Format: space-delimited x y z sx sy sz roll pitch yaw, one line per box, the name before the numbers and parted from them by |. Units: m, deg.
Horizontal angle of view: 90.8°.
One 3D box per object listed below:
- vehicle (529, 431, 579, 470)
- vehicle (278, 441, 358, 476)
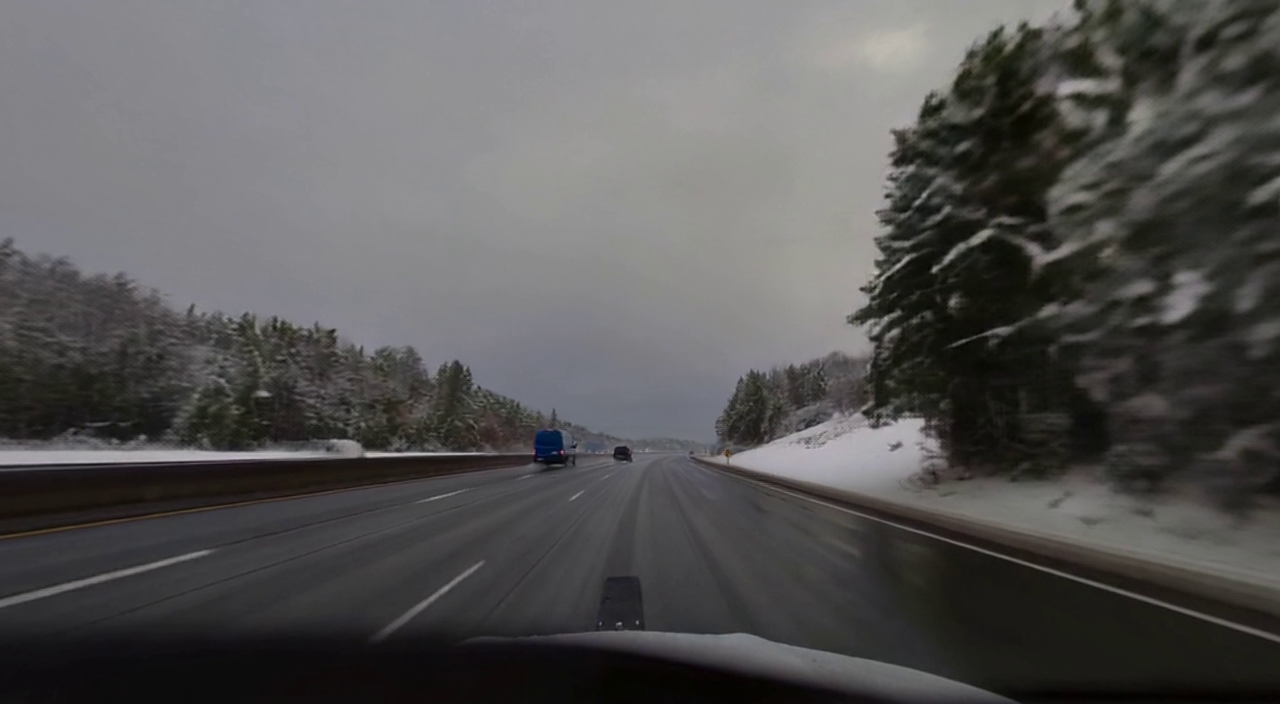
vehicle | -5.829 6.800 43.489 2.449 2.471 6.130 0 -9 1
vehicle | -18.452 6.146 36.454 2.079 1.855 4.725 0 -9 1
